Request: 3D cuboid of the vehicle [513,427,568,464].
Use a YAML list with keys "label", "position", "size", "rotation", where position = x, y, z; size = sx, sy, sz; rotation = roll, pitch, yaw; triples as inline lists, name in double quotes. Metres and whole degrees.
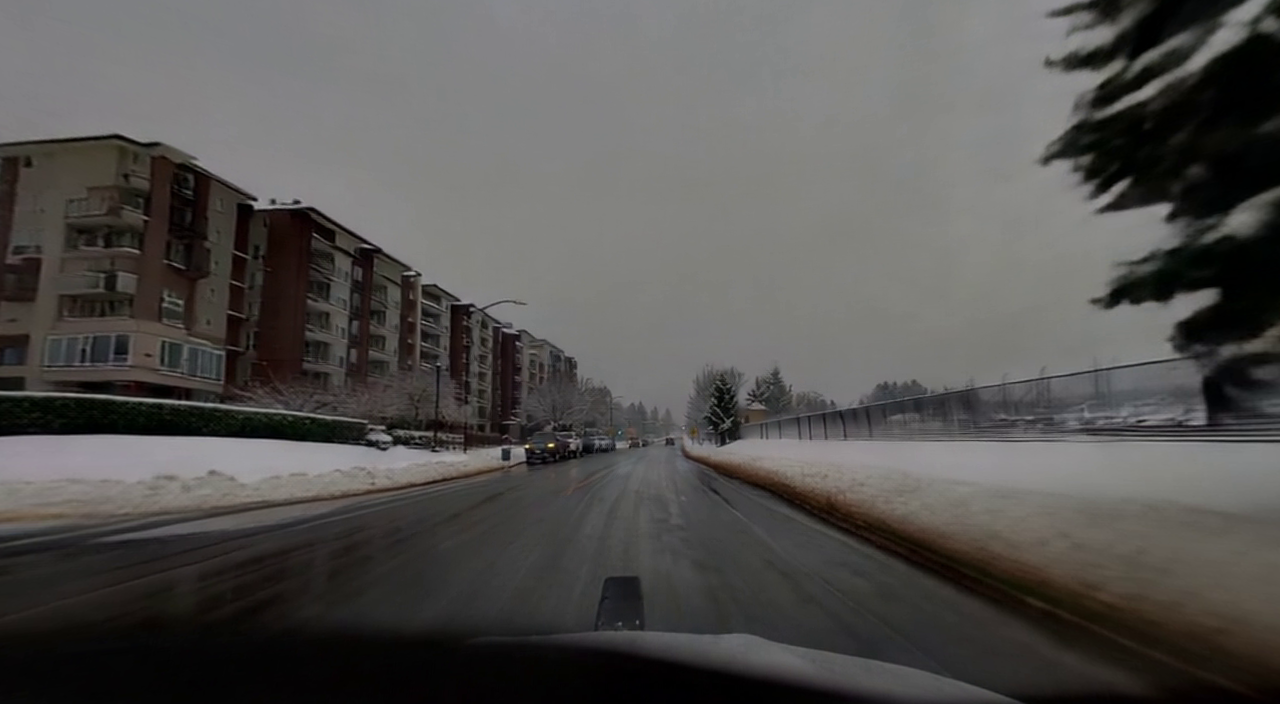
- label: "vehicle"
  position: [-5.854, 5.606, 37.916]
  size: [2.192, 1.965, 4.917]
  rotation: [2, -8, 3]
